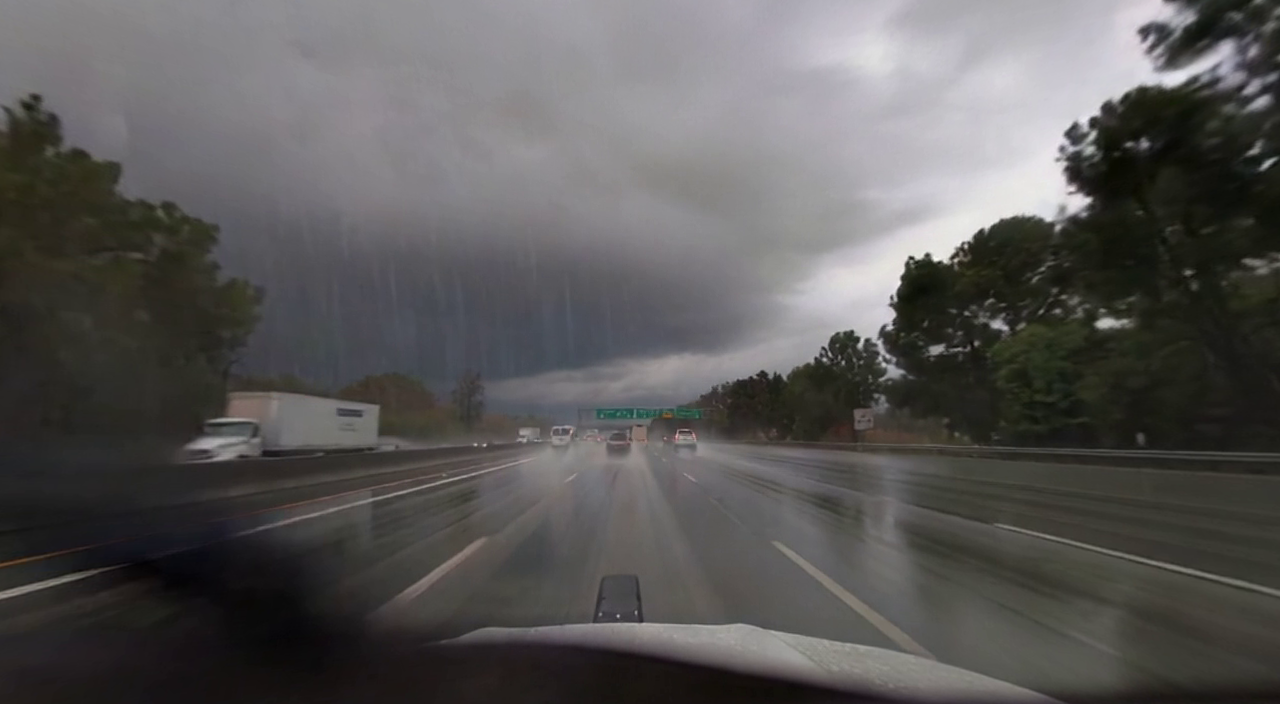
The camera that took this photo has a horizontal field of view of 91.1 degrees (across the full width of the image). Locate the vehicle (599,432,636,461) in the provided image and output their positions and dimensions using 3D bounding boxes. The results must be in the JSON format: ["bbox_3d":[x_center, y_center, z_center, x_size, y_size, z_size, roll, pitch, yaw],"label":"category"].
[{"bbox_3d":[-1.347,5.677,37.989,2.119,1.629,3.946,0,-8,-1],"label":"vehicle"}]

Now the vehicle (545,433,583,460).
[{"bbox_3d":[-5.015,6.257,41.802,2.046,1.658,4.008,0,-8,-1],"label":"vehicle"}]

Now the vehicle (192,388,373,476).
[{"bbox_3d":[-17.946,4.245,33.081,2.834,3.807,11.612,0,-8,-1],"label":"vehicle"}]

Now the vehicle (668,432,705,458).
[{"bbox_3d":[3.096,6.254,42.518,2.066,1.673,4.225,0,-8,-2],"label":"vehicle"}]
